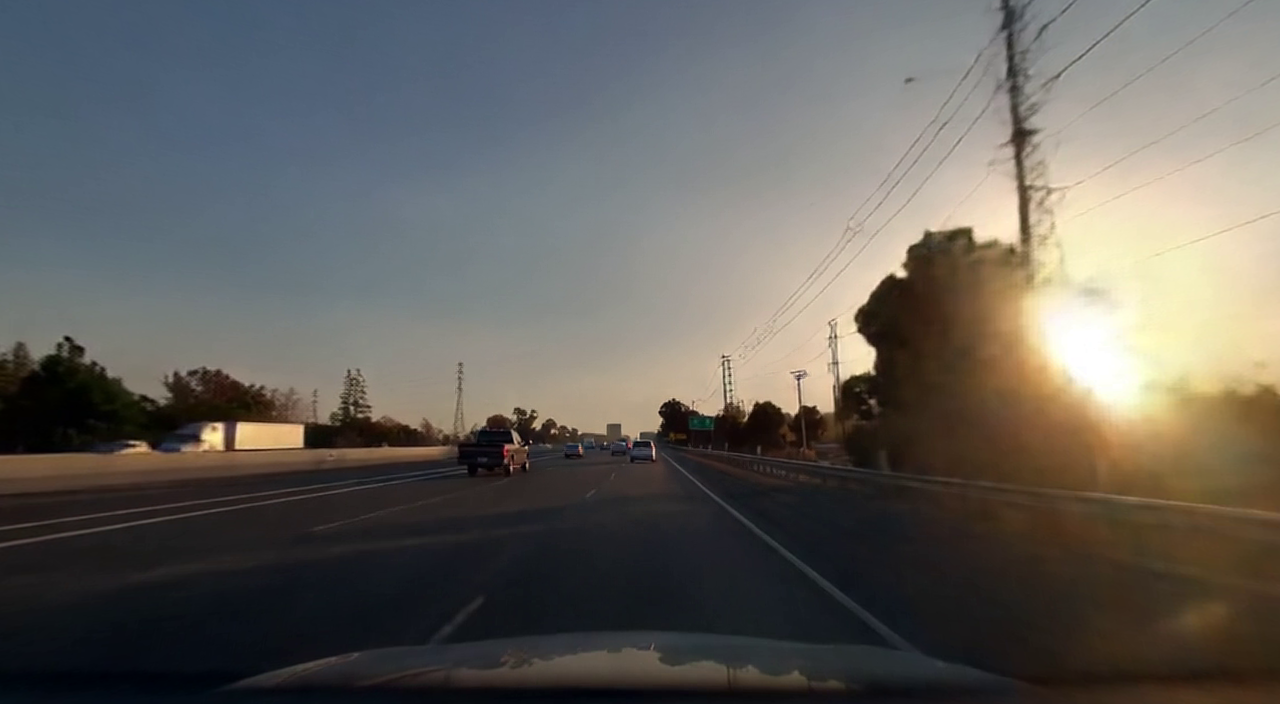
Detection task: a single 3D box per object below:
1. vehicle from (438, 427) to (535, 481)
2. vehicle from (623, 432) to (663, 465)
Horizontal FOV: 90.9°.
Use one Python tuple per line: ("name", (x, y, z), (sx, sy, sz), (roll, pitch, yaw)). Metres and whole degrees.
("vehicle", (-6.312, 4.306, 27.000), (2.460, 1.992, 6.474), (0, -8, 0))
("vehicle", (0.254, 6.353, 41.591), (2.448, 2.025, 5.193), (0, -8, 1))
